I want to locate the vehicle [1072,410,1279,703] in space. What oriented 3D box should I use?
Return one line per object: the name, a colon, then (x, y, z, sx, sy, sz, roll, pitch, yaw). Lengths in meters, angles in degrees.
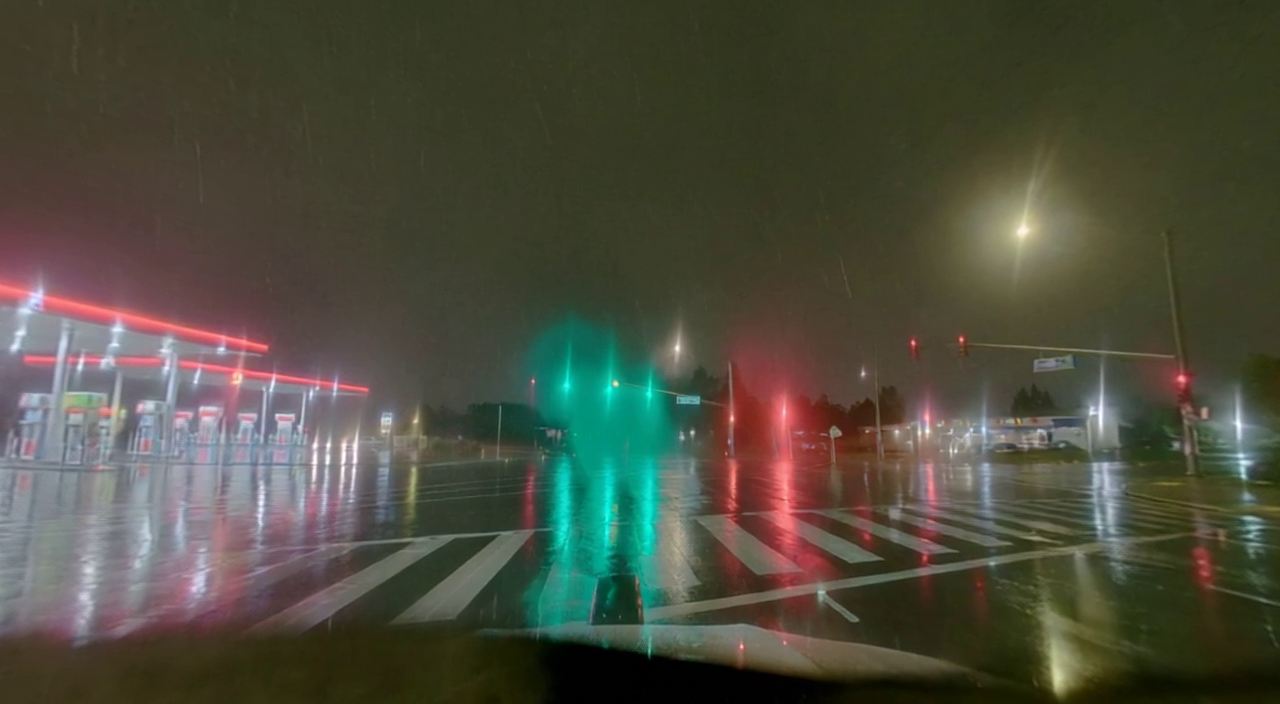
vehicle: (3.312, 0.749, 1.035, 2.023, 1.437, 4.477, 0, -8, 0)
